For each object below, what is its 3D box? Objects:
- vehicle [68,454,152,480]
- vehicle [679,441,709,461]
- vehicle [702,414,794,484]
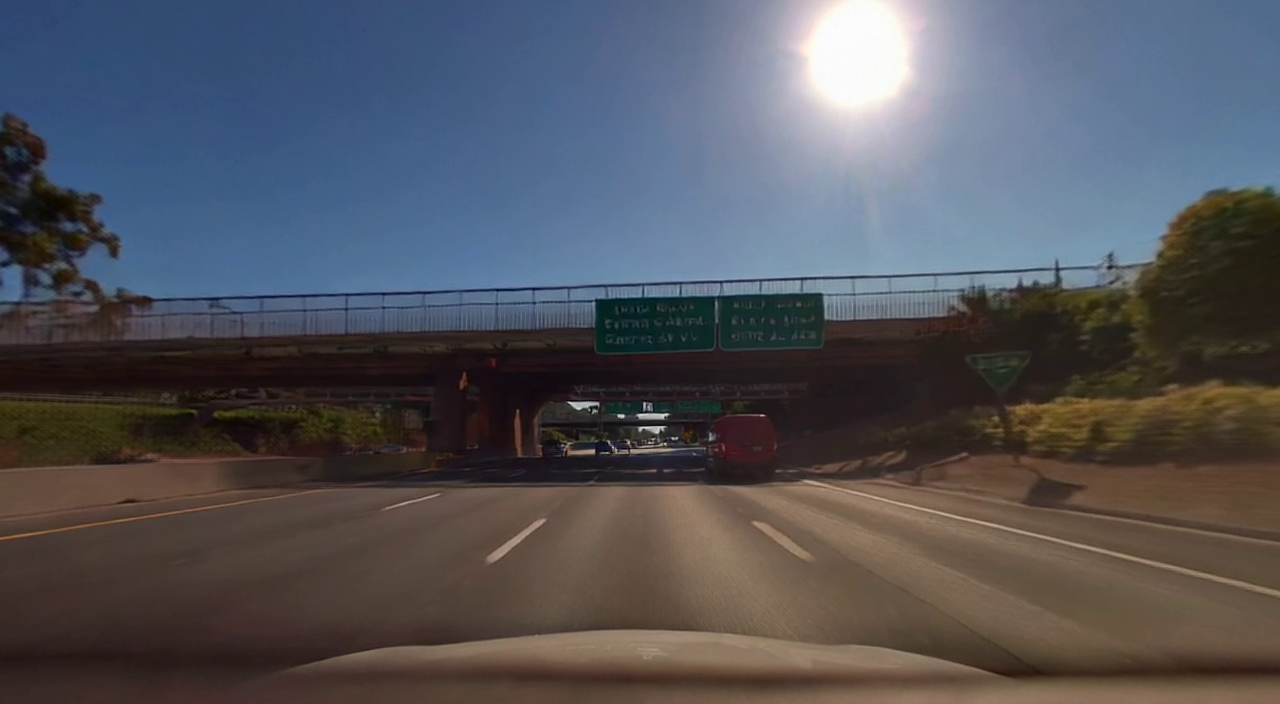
[{"bbox_3d":[-37.697,8.183,45.003,1.918,1.642,4.657,0,-8,0],"label":"vehicle"},{"bbox_3d":[4.121,7.673,48.892,1.883,1.456,4.044,0,-8,-1],"label":"vehicle"},{"bbox_3d":[3.759,3.551,23.203,2.347,2.234,5.352,0,-8,-1],"label":"vehicle"}]
